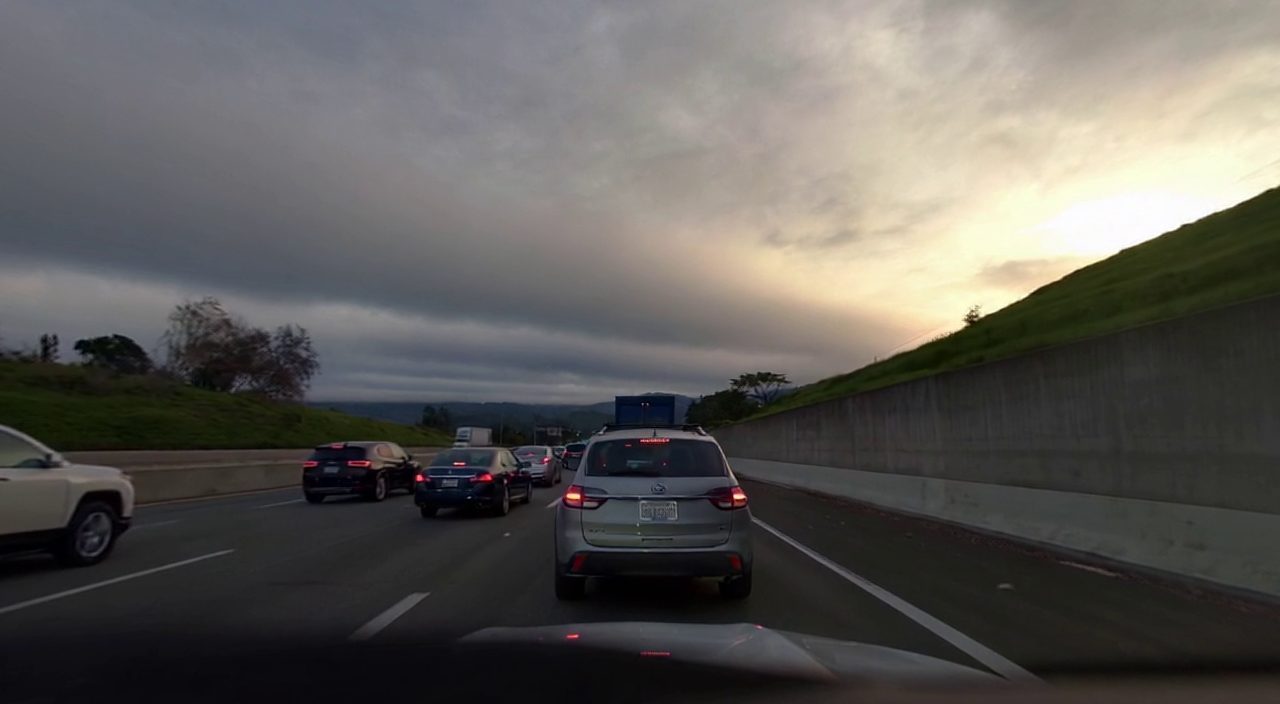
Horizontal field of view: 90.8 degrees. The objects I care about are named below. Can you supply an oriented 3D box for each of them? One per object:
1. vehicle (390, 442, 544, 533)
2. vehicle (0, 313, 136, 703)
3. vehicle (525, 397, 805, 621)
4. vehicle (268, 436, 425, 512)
[{"bbox_3d":[-3.229,2.596,12.679,1.917,1.506,3.949,0,-9,1],"label":"vehicle"},{"bbox_3d":[-3.531,0.517,0.588,2.085,1.893,4.880,0,-9,-1],"label":"vehicle"},{"bbox_3d":[0.159,1.653,7.735,2.210,1.760,5.303,0,-9,-1],"label":"vehicle"},{"bbox_3d":[-7.510,3.157,16.776,1.986,1.700,4.558,0,-9,0],"label":"vehicle"}]
